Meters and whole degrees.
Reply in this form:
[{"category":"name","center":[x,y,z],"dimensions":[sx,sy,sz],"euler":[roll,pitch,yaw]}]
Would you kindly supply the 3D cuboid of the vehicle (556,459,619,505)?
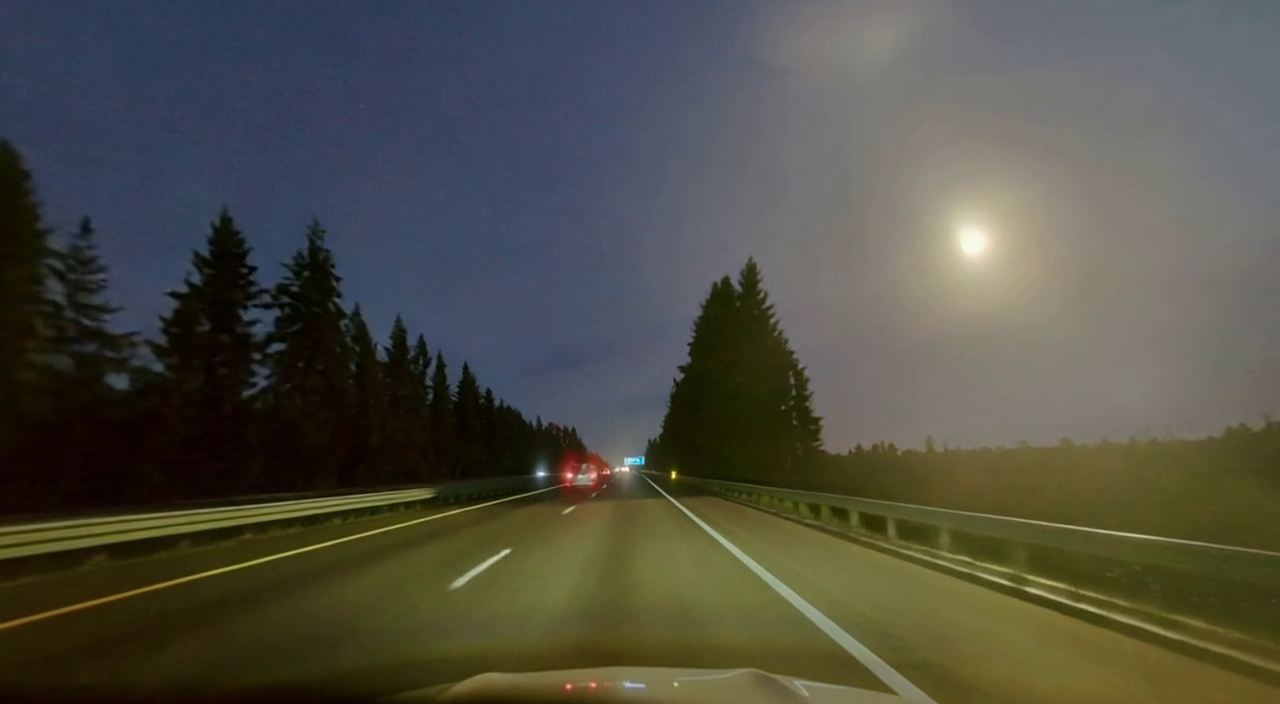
[{"category":"vehicle","center":[-2.054,5.298,25.950],"dimensions":[2.107,1.668,4.554],"euler":[1,-11,1]}]
